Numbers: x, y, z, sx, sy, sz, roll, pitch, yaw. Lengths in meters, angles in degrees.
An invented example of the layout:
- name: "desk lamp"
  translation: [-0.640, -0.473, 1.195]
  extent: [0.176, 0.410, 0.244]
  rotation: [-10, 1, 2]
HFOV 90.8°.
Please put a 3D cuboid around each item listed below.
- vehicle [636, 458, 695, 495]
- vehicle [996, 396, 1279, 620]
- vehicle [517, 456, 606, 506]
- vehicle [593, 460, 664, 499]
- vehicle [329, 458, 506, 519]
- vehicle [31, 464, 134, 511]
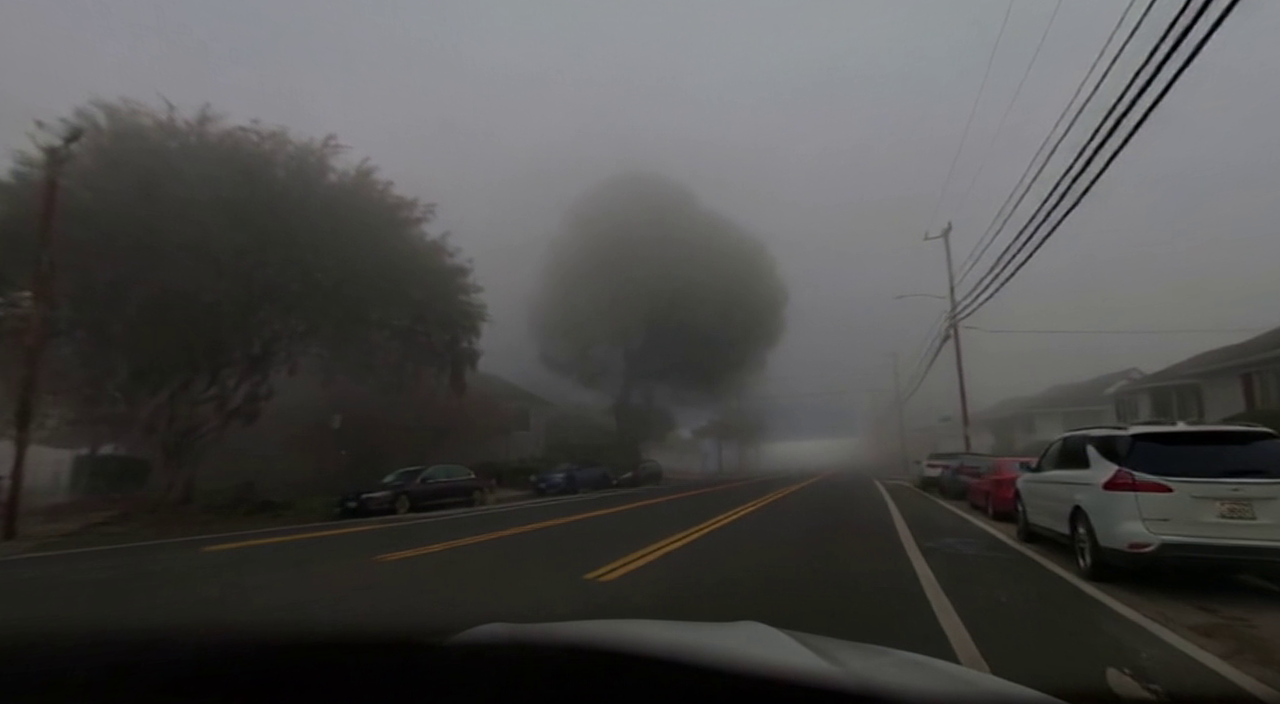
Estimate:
- name: "vehicle"
  translation: [1.733, 7.864, 40.308]
  extent: [2.282, 2.060, 5.738]
  rotation: [-3, -9, 18]
- name: "vehicle"
  translation: [6.382, 1.694, 7.971]
  extent: [2.199, 1.885, 5.461]
  rotation: [-3, -9, 19]
- name: "vehicle"
  translation: [-3.218, 5.417, 26.989]
  extent: [1.937, 1.837, 4.414]
  rotation: [-3, -9, 20]
- name: "vehicle"
  translation: [-0.509, 6.914, 34.723]
  extent: [2.089, 1.837, 5.499]
  rotation: [-3, -9, 19]
- name: "vehicle"
  translation: [-6.362, 4.014, 18.872]
  extent: [2.136, 1.431, 5.197]
  rotation: [-8, -13, 19]
- name: "vehicle"
  translation: [-23.544, 5.675, 26.887]
  extent: [1.989, 1.683, 3.918]
  rotation: [3, -9, -22]
